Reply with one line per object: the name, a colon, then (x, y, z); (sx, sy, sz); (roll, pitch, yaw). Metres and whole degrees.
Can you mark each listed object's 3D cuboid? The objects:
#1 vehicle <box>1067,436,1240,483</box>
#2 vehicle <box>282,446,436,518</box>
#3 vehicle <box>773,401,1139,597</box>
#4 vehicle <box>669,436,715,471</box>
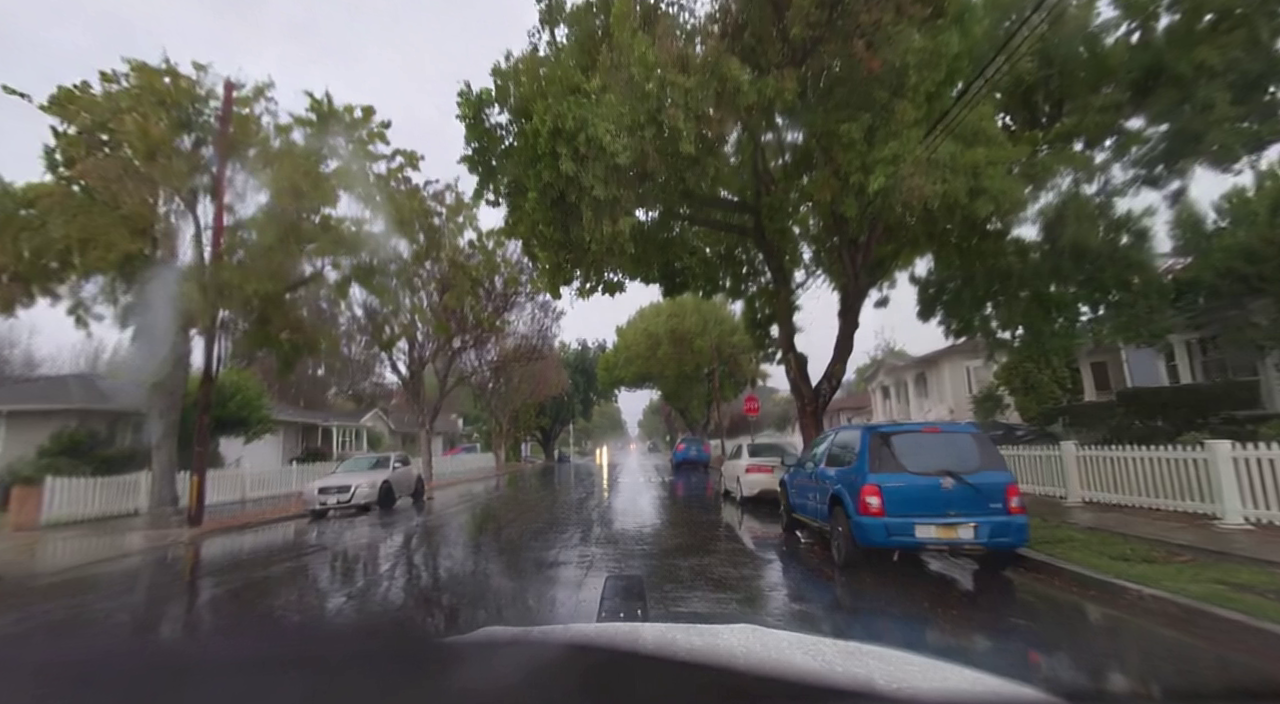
vehicle: (15.817, 3.321, 19.623); (3.814, 1.370, 1.728); (0, -9, 0)
vehicle: (-7.147, 3.308, 16.654); (2.125, 1.623, 4.207); (0, -9, -1)
vehicle: (3.287, 1.631, 7.884); (2.080, 1.706, 4.449); (0, -9, -3)
vehicle: (2.811, 5.649, 35.220); (2.126, 1.795, 4.751); (0, -9, -1)
